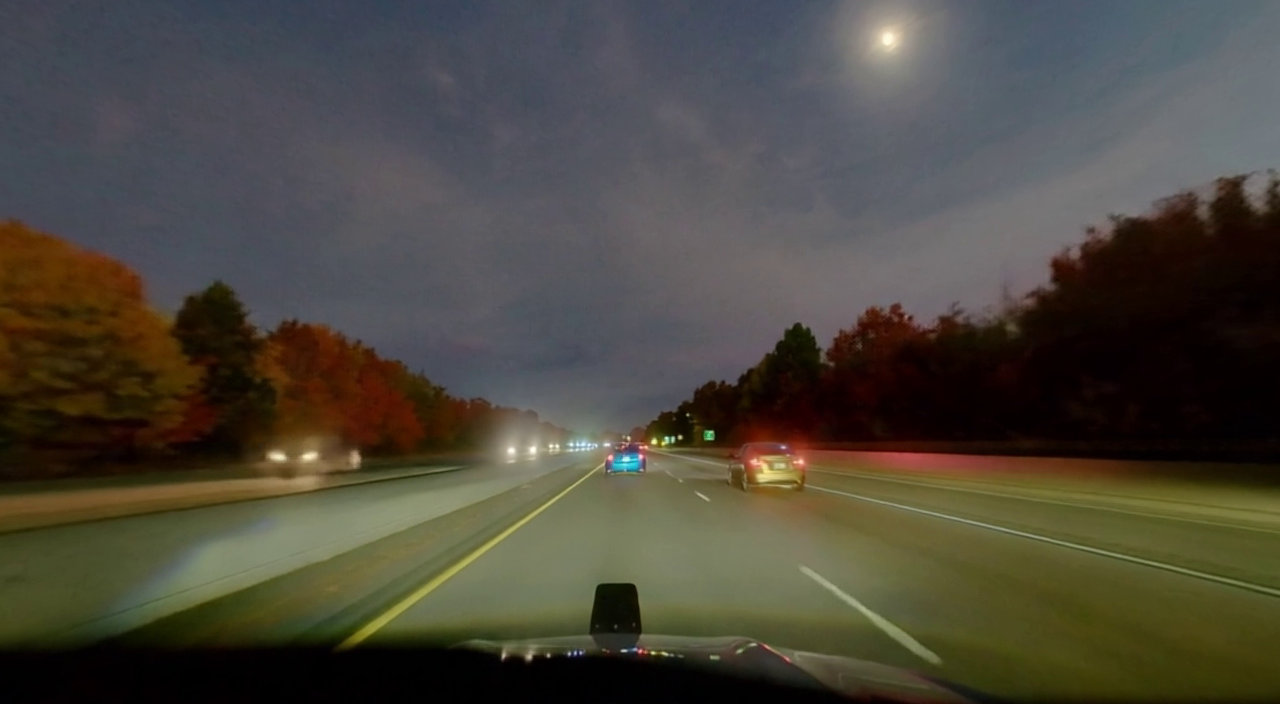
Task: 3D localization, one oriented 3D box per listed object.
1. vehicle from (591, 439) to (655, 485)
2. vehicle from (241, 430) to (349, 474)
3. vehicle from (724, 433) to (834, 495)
[{"bbox_3d":[-0.582,4.032,23.211,2.128,1.516,4.410,0,-9,0],"label":"vehicle"},{"bbox_3d":[-14.175,4.143,26.103,1.954,1.642,4.540,0,-9,-1],"label":"vehicle"},{"bbox_3d":[3.902,3.247,18.439,2.300,1.595,4.144,-1,-9,0],"label":"vehicle"}]
